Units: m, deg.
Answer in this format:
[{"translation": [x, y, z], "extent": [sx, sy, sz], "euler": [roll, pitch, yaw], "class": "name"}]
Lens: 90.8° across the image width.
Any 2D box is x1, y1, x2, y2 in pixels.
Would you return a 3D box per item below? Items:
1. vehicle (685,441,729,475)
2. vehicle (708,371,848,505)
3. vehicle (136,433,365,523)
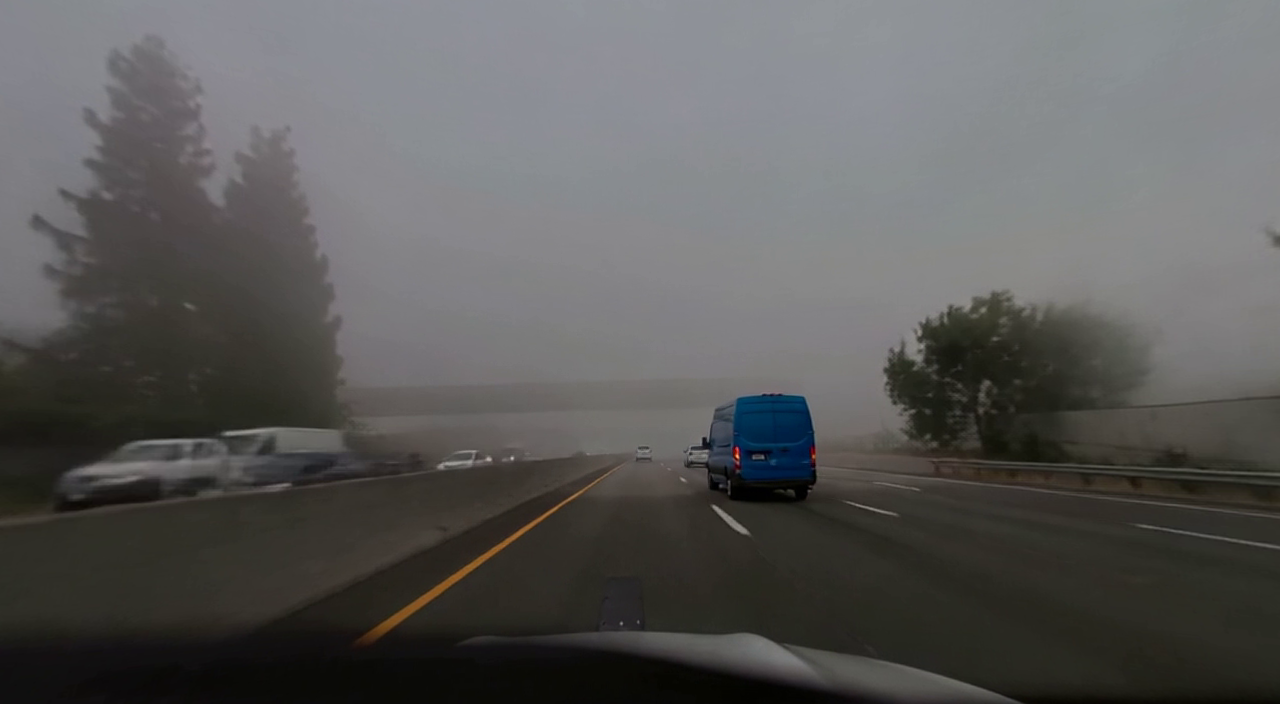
[{"translation": [3.608, 5.787, 34.678], "extent": [2.009, 1.731, 4.149], "euler": [0, -9, 0], "class": "vehicle"}, {"translation": [3.627, 2.548, 18.442], "extent": [2.460, 3.155, 6.902], "euler": [0, -9, 0], "class": "vehicle"}, {"translation": [-7.594, 2.484, 12.946], "extent": [1.902, 1.496, 4.319], "euler": [0, -9, 1], "class": "vehicle"}]
